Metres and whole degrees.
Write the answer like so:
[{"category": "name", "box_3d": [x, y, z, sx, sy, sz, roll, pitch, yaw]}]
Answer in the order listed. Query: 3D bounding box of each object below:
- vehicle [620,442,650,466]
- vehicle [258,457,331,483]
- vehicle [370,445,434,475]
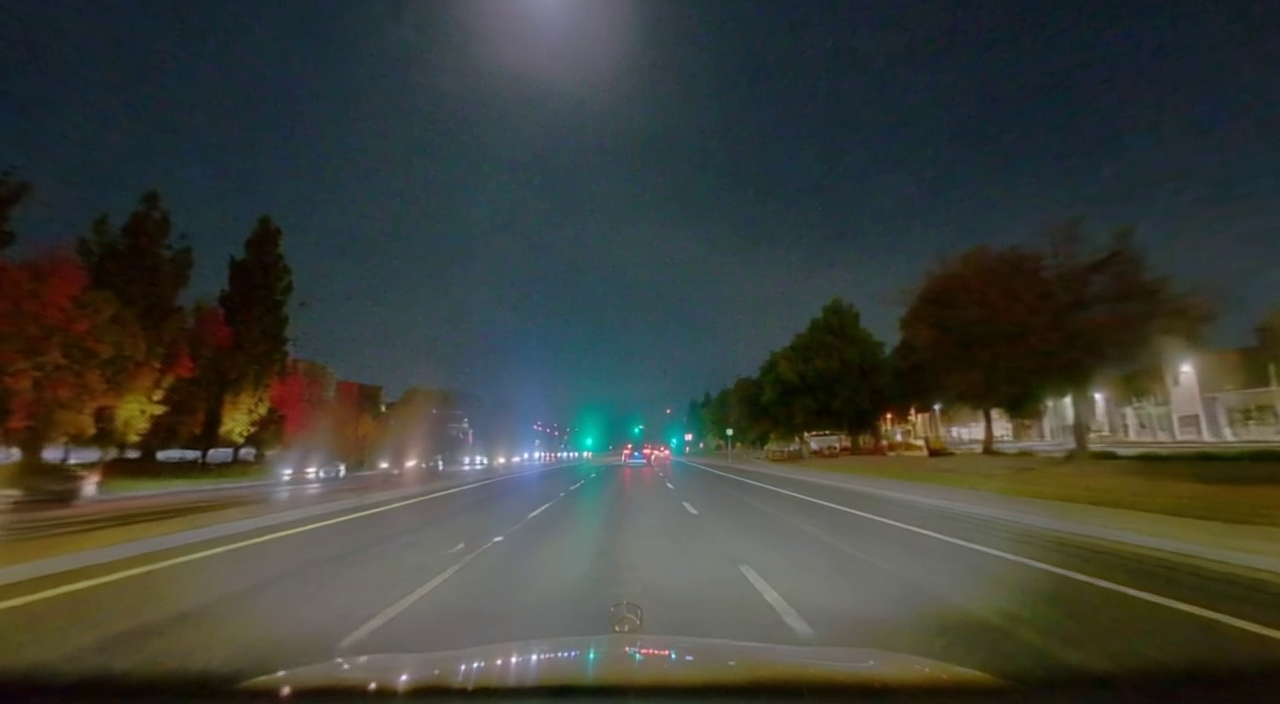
[{"category": "vehicle", "box_3d": [-0.358, 7.872, 48.776, 2.174, 1.703, 4.231, 0, -9, 0]}, {"category": "vehicle", "box_3d": [-21.499, 7.328, 39.517, 1.875, 1.499, 4.569, 0, -9, 1]}, {"category": "vehicle", "box_3d": [-14.935, 6.787, 39.896, 2.083, 1.795, 4.880, 0, -9, 1]}]
